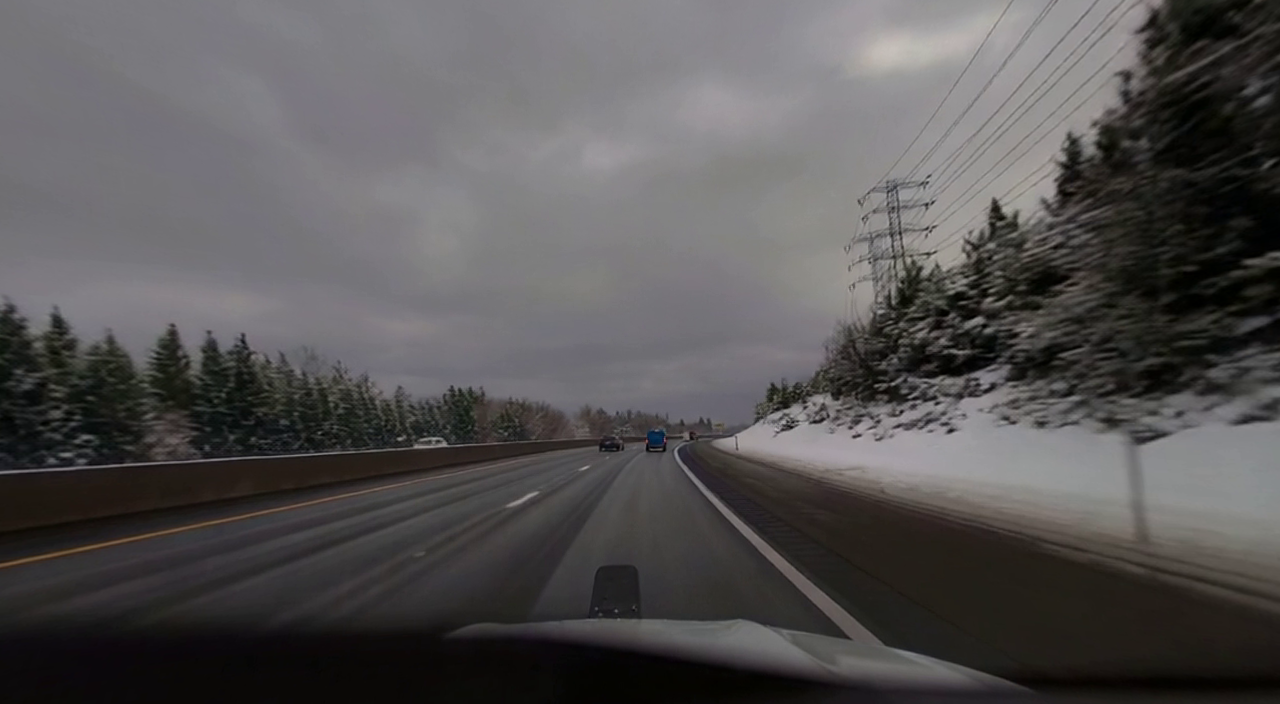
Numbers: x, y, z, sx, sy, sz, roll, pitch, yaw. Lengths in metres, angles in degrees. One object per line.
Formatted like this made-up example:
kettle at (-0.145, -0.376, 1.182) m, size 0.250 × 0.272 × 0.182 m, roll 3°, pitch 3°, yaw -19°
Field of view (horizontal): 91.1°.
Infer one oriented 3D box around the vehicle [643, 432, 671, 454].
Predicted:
vehicle at (1.356, 6.913, 47.928) m, size 2.077 × 1.523 × 4.206 m, roll 0°, pitch -8°, yaw 3°

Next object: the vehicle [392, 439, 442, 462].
vehicle at (-16.843, 7.426, 47.707) m, size 1.925 × 1.628 × 4.630 m, roll 0°, pitch -8°, yaw 2°
